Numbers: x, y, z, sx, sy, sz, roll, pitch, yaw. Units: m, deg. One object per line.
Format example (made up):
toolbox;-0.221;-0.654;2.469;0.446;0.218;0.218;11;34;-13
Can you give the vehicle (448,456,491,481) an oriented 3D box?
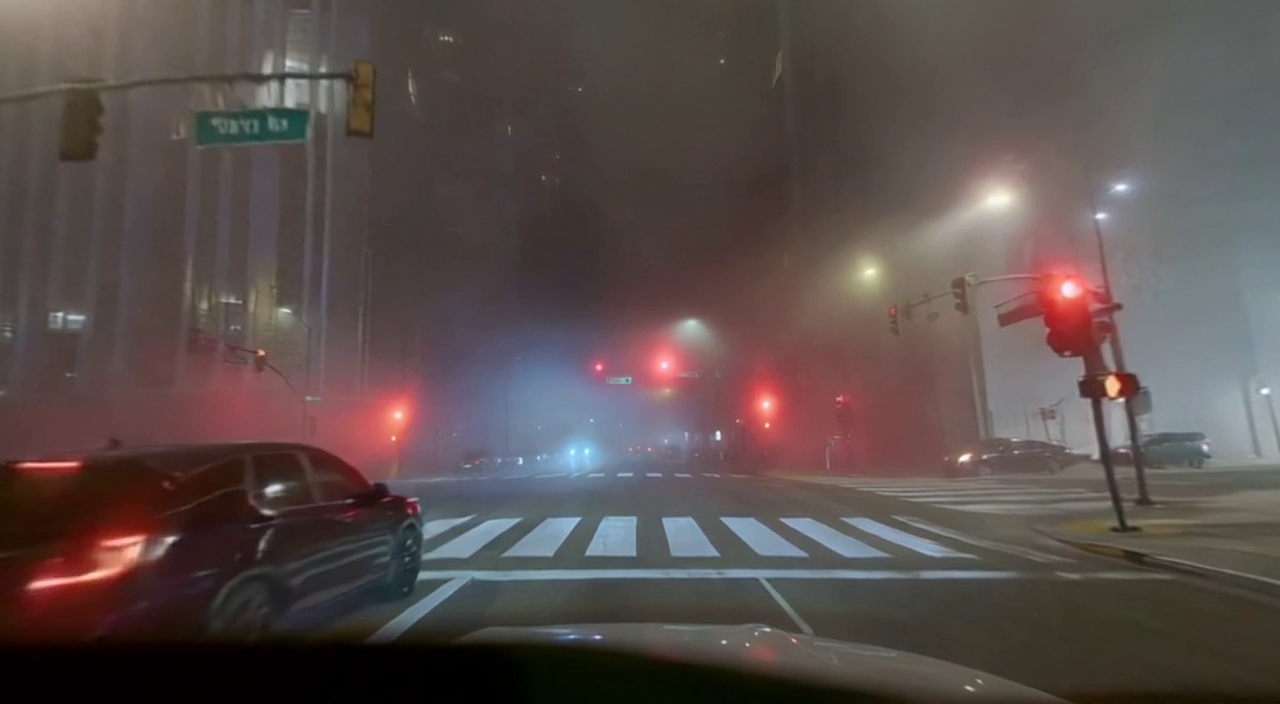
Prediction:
vehicle;-12.610;8.614;46.858;2.118;1.644;4.188;0;-8;-1

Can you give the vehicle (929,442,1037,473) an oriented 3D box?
vehicle;17.145;5.276;31.673;4.293;1.495;1.935;0;-9;-1

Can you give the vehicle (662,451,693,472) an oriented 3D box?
vehicle;2.738;8.014;46.356;1.919;1.371;3.583;-1;-9;-2

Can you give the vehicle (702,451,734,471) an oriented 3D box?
vehicle;5.999;8.433;49.007;1.882;1.479;4.652;0;-8;0

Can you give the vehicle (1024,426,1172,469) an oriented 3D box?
vehicle;20.134;4.225;27.890;4.827;1.817;2.190;0;-8;0

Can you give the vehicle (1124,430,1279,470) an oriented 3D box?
vehicle;22.116;3.851;24.789;4.475;1.482;2.026;0;-8;-1

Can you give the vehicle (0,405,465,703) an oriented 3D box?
vehicle;-2.963;1.271;4.438;2.014;1.480;4.780;0;-8;1

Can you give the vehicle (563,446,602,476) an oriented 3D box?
vehicle;-3.812;7.314;42.612;2.176;1.804;4.740;-3;-9;0
